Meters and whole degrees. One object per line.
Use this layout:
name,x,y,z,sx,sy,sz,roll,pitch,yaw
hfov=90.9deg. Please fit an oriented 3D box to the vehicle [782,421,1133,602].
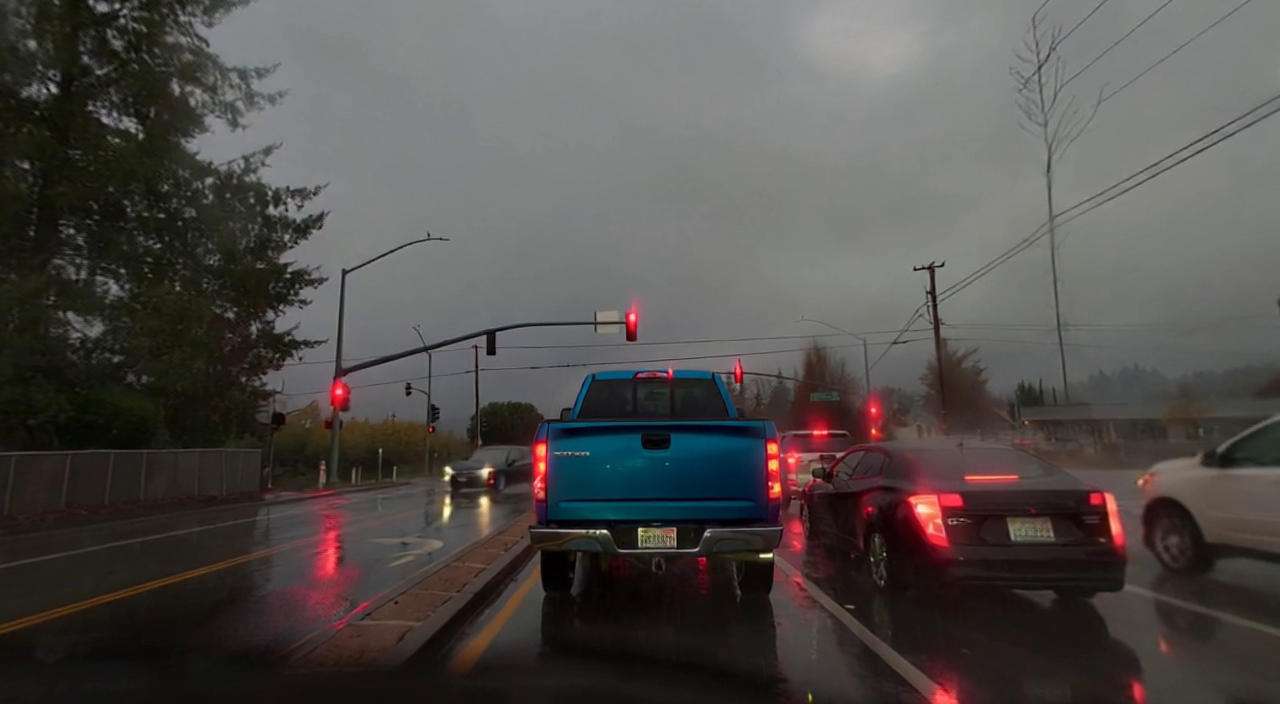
vehicle,3.112,1.637,7.352,1.993,1.495,4.060,0,-8,1

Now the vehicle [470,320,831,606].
vehicle,0.089,1.313,8.157,2.831,2.284,6.149,0,-8,0

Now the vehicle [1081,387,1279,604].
vehicle,6.133,1.155,5.091,1.982,1.727,4.352,0,-8,1
